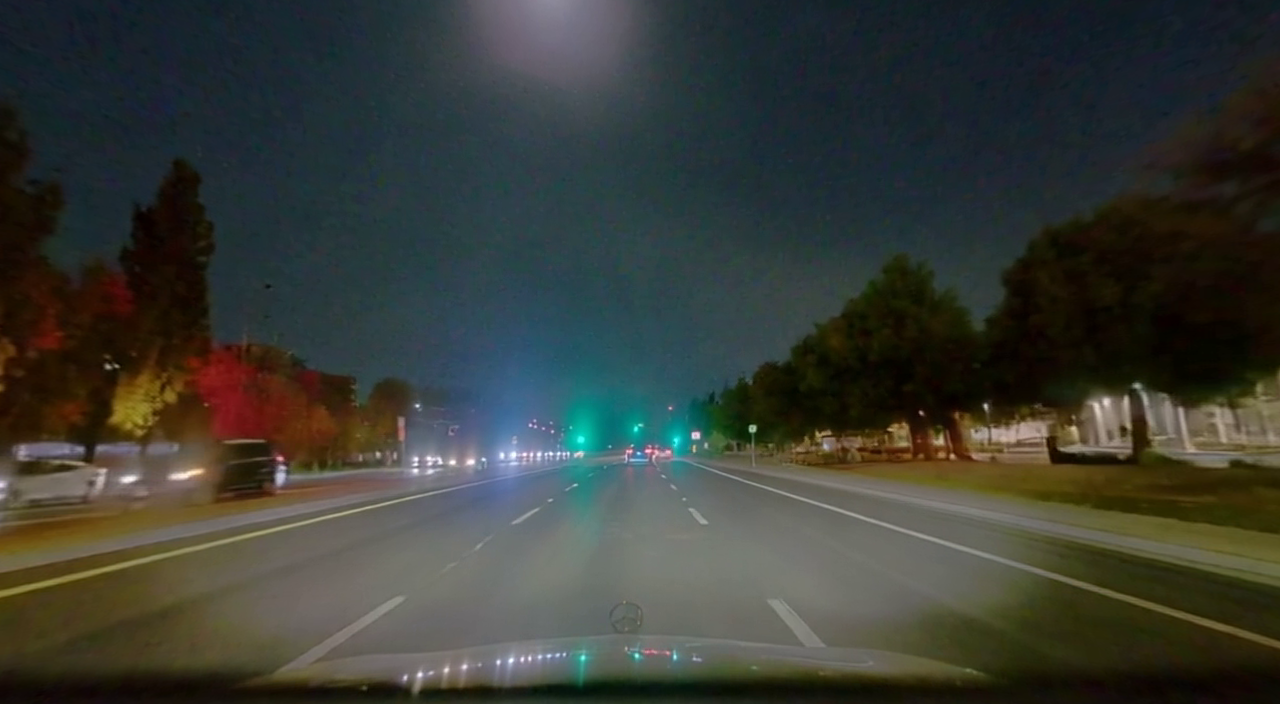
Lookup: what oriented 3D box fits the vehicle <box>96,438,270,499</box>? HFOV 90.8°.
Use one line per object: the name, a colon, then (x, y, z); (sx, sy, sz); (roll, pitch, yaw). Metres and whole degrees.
vehicle: (-14.911, 3.806, 21.086); (2.083, 1.795, 4.880); (0, -9, 0)
